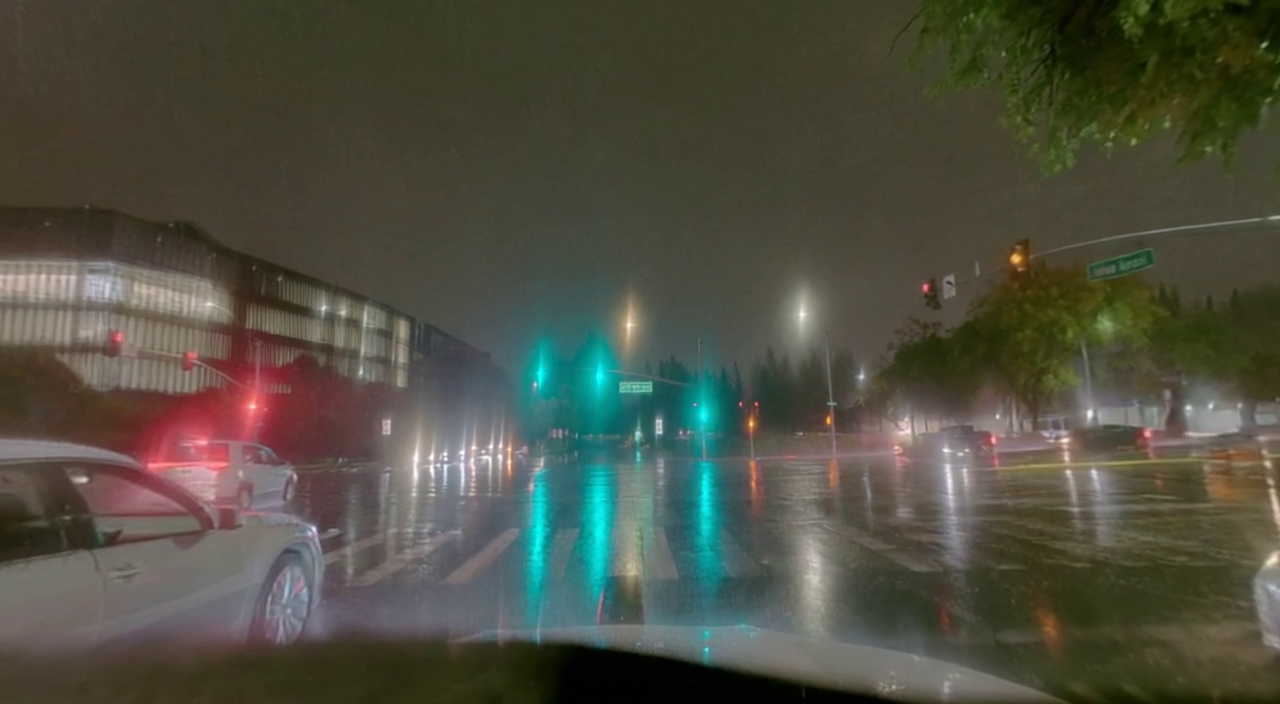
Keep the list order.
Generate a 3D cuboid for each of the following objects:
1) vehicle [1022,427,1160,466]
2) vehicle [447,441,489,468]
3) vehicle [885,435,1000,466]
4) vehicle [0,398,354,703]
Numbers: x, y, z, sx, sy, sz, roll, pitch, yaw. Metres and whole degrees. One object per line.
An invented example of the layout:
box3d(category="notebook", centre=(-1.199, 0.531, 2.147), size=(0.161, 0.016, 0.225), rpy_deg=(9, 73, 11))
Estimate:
box3d(category="vehicle", centre=(18.179, 3.813, 25.589), size=(4.181, 1.483, 1.831), rpy_deg=(0, -8, -3))
box3d(category="vehicle", centre=(-12.843, 7.647, 47.407), size=(2.051, 1.715, 4.346), rpy_deg=(-2, -6, -3))
box3d(category="vehicle", centre=(14.948, 4.892, 31.404), size=(4.660, 1.495, 2.007), rpy_deg=(0, -8, -2))
box3d(category="vehicle", centre=(-3.073, 0.937, 2.330), size=(1.919, 1.478, 4.720), rpy_deg=(0, -8, -1))
